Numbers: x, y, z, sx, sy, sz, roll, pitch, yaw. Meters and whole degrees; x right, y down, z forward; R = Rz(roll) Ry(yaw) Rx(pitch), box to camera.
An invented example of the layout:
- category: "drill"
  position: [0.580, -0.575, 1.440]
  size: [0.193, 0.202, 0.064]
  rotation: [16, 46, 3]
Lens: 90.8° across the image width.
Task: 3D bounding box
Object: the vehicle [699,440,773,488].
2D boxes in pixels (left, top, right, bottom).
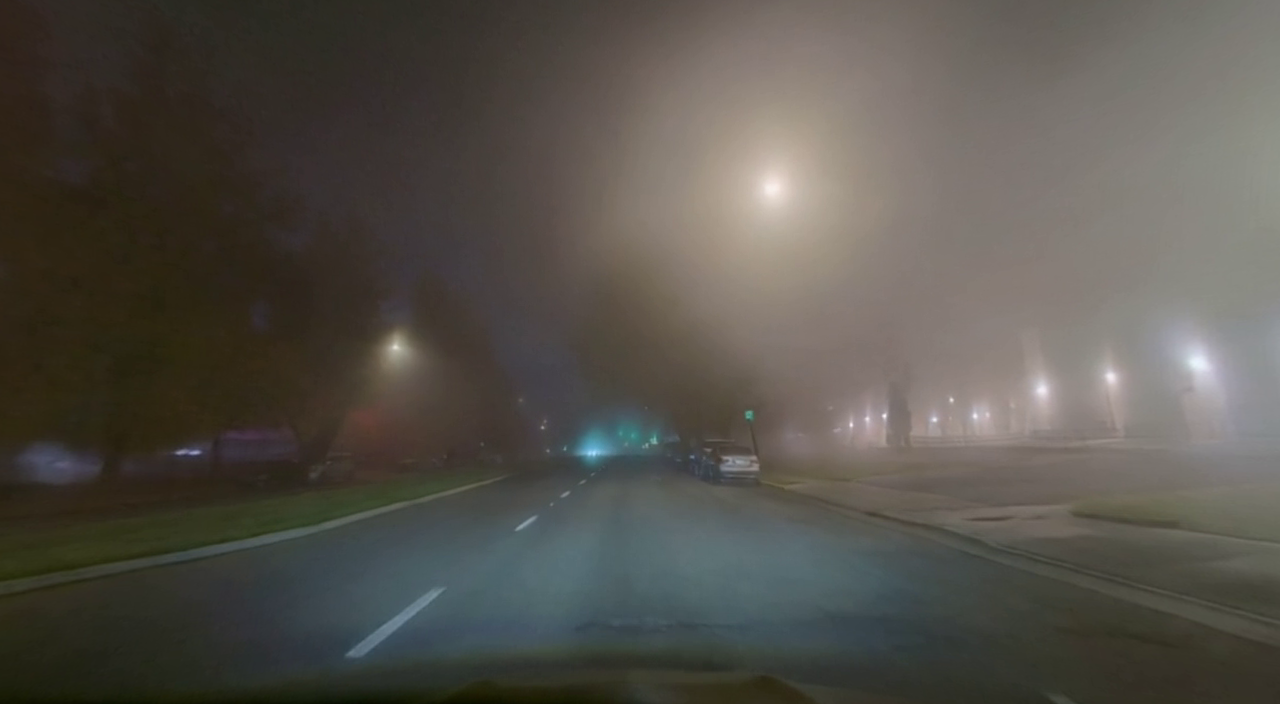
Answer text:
- category: "vehicle"
  position: [3.252, 3.886, 22.248]
  size: [1.924, 1.492, 4.587]
  rotation: [0, -8, 0]

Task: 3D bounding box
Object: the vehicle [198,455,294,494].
- category: "vehicle"
  position: [-18.389, 5.718, 29.787]
  size: [1.791, 1.461, 4.496]
  rotation: [-4, -8, -2]

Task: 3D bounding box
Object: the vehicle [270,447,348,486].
- category: "vehicle"
  position: [-18.269, 6.285, 35.173]
  size: [2.007, 1.806, 4.707]
  rotation: [-4, -8, -2]
